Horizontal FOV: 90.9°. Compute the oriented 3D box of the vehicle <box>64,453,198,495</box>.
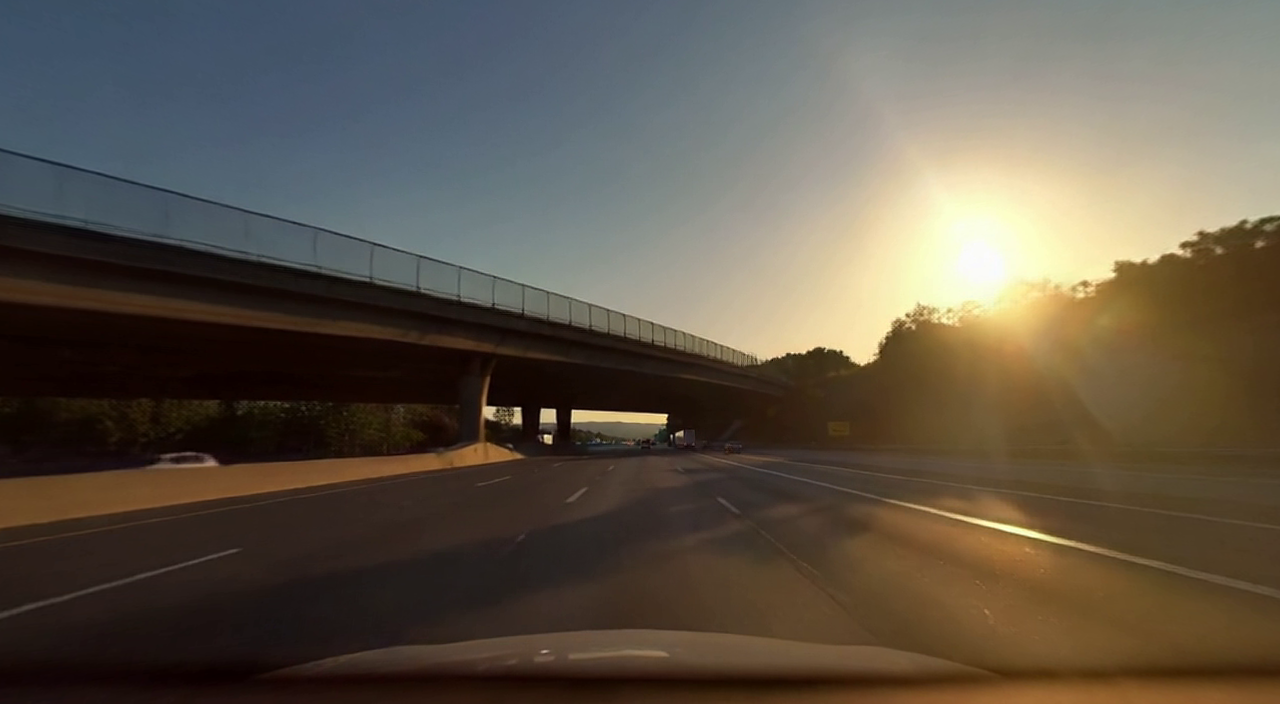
[{"bbox_3d":[-20.403,4.886,25.574,1.831,1.468,4.299,0,-8,0],"label":"vehicle"}]
